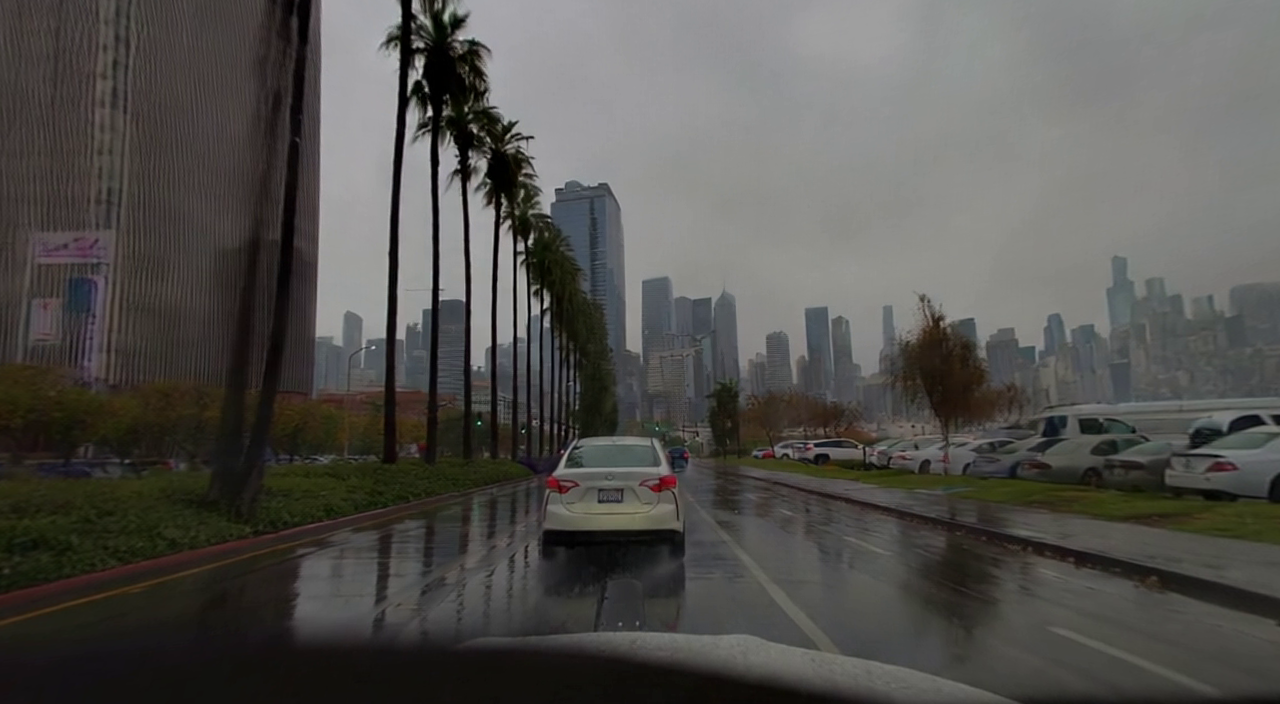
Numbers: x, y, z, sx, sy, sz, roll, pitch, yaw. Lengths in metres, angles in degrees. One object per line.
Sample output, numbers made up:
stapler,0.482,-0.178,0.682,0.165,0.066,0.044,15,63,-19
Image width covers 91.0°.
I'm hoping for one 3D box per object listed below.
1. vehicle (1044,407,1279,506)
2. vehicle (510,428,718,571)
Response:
vehicle,12.897,2.362,14.535,5.301,1.962,2.431,-3,-8,4
vehicle,-0.272,1.881,8.781,2.235,1.528,3.876,0,-8,0
